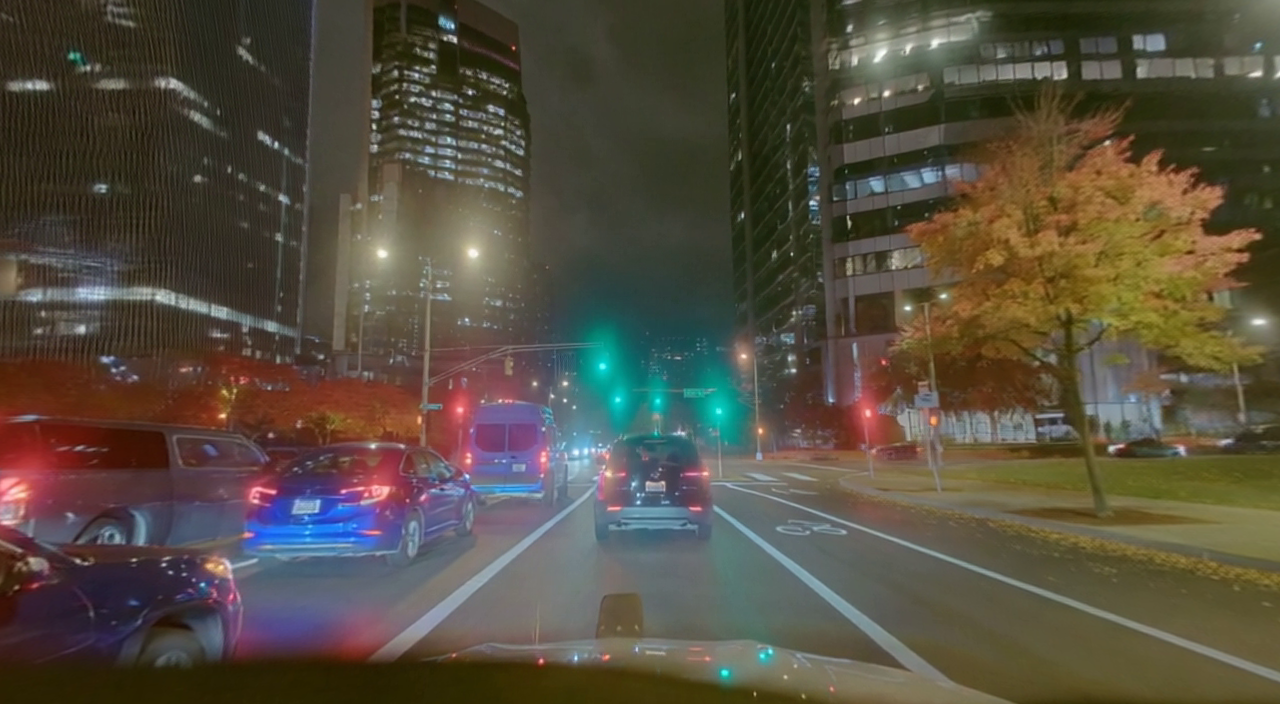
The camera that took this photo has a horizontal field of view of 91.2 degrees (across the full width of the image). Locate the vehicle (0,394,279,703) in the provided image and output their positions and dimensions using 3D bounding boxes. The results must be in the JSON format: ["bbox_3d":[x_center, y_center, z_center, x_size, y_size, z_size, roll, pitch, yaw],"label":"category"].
[{"bbox_3d":[-2.905,0.815,1.425,1.893,1.491,3.798,0,-9,0],"label":"vehicle"}]

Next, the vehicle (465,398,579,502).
[{"bbox_3d":[-3.297,2.937,18.957,2.343,2.635,5.684,0,-9,0],"label":"vehicle"}]

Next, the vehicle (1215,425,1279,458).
[{"bbox_3d":[28.545,4.035,28.179,1.631,1.416,3.914,0,-9,0],"label":"vehicle"}]

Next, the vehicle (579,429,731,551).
[{"bbox_3d":[0.169,2.092,10.097,1.979,1.562,3.630,0,-9,-1],"label":"vehicle"}]

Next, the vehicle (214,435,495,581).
[{"bbox_3d":[-3.500,1.968,8.766,1.955,1.499,4.223,0,-9,0],"label":"vehicle"}]
